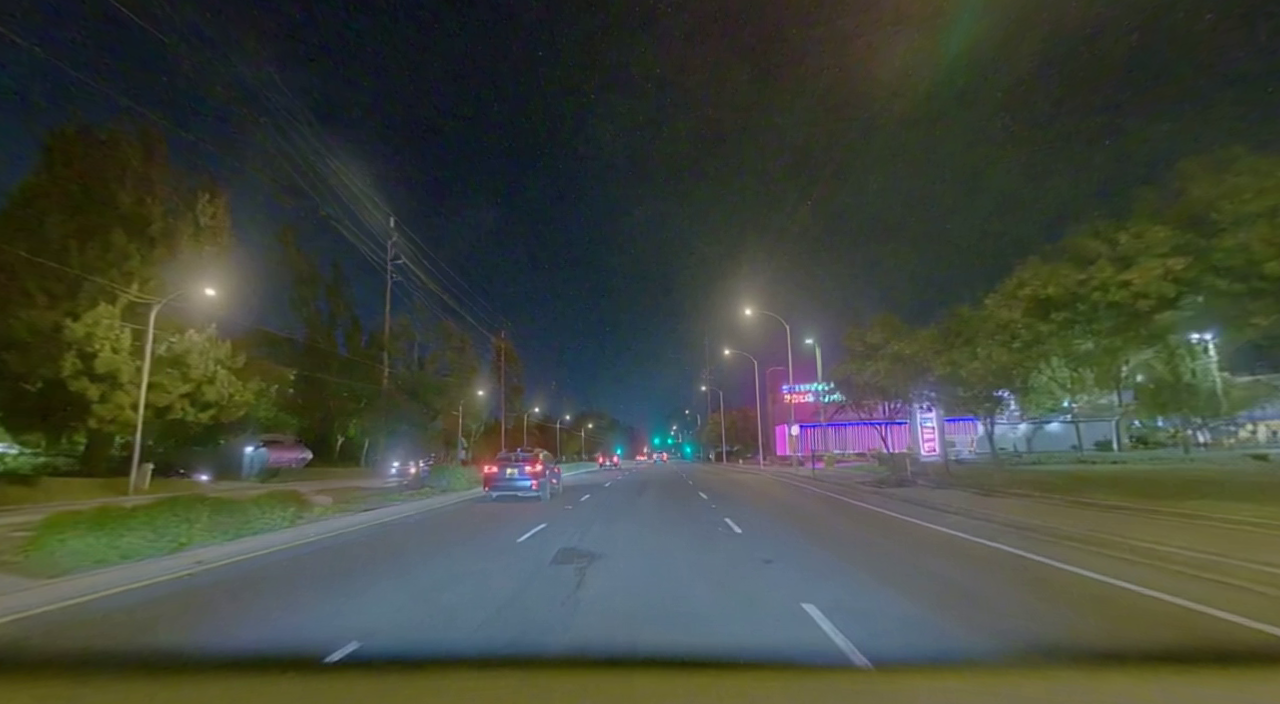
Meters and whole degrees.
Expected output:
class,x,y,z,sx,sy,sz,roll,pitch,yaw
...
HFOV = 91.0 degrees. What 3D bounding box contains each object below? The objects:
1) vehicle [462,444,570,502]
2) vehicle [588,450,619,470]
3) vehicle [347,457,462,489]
class,x,y,z,sx,sy,sz,roll,pitch,yaw
vehicle,-3.380,3.411,18.151,2.076,1.444,4.328,-1,-9,2
vehicle,-2.745,8.267,48.326,2.039,1.479,4.257,0,-9,2
vehicle,-7.604,3.945,20.665,2.700,0.905,2.928,0,-9,-2
